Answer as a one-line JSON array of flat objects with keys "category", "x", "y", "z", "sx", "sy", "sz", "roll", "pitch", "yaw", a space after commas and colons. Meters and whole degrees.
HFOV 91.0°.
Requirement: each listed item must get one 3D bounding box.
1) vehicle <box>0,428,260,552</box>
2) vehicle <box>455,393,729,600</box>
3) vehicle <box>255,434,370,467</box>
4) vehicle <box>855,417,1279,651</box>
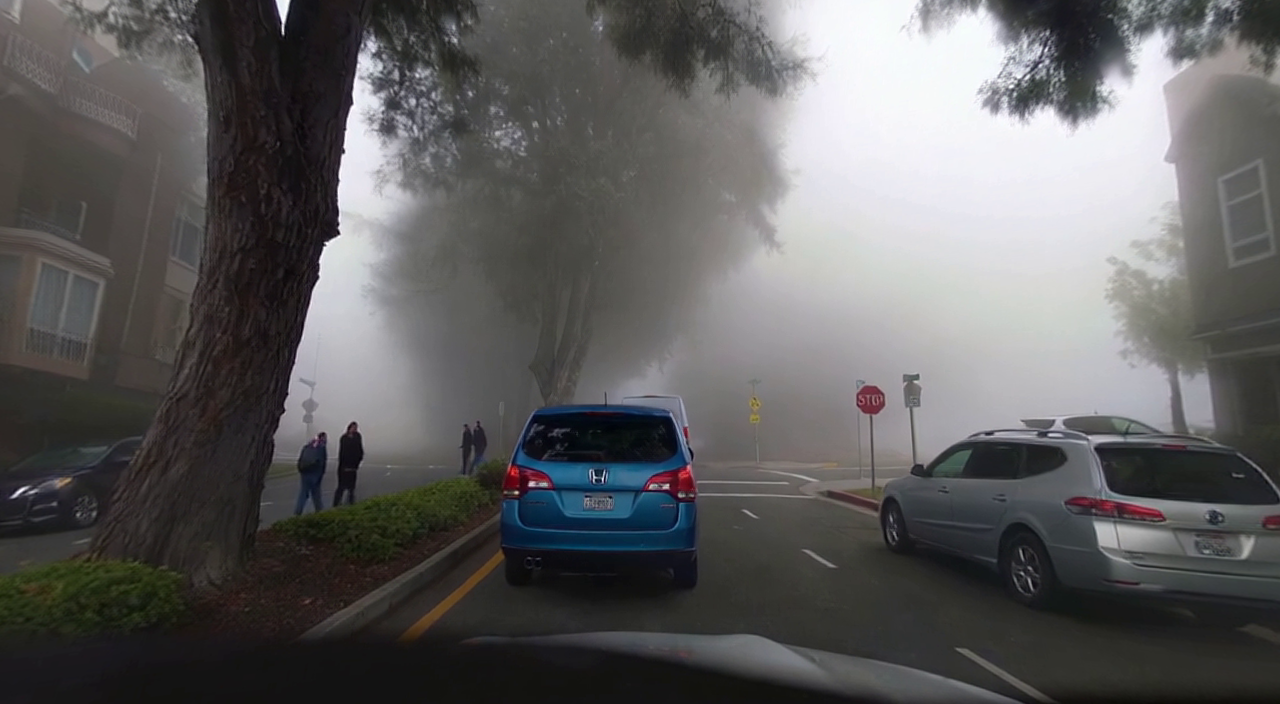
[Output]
[{"category": "vehicle", "x": -8.293, "y": 2.021, "z": 10.056, "sx": 1.825, "sy": 1.532, "sz": 4.083, "roll": -3, "pitch": -7, "yaw": 2}, {"category": "vehicle", "x": -0.423, "y": 1.599, "z": 7.884, "sx": 2.377, "sy": 1.787, "sz": 4.652, "roll": 0, "pitch": -8, "yaw": 0}, {"category": "vehicle", "x": -15.440, "y": 4.675, "z": 29.845, "sx": 4.387, "sy": 1.495, "sz": 1.811, "roll": 1, "pitch": -8, "yaw": -3}, {"category": "vehicle", "x": 4.218, "y": 1.681, "z": 6.908, "sx": 1.959, "sy": 1.581, "sz": 4.731, "roll": 4, "pitch": -9, "yaw": -2}]
